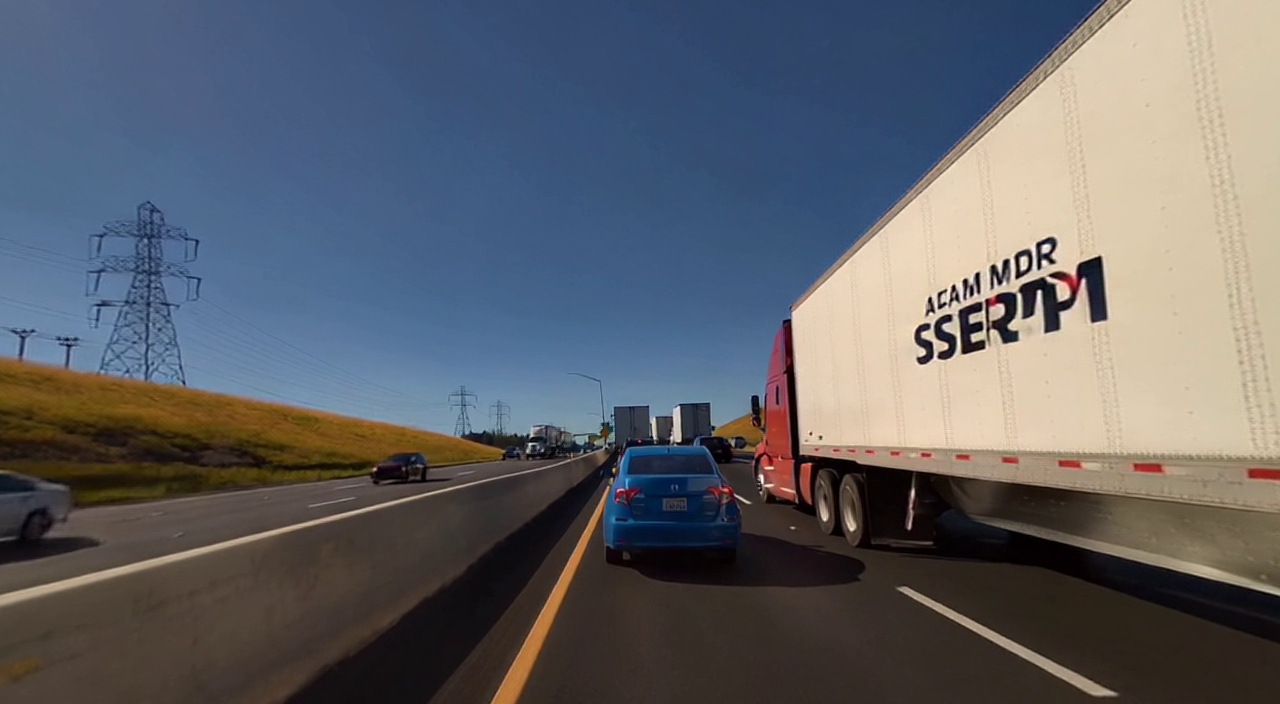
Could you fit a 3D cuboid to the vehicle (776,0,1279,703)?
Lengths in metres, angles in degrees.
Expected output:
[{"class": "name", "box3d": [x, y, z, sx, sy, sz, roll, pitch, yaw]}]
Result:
[{"class": "vehicle", "box3d": [4.114, -0.162, 3.595, 3.138, 4.065, 14.276, 0, -8, -1]}]

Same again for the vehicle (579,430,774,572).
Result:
[{"class": "vehicle", "box3d": [0.324, 1.821, 8.452, 2.045, 1.446, 3.597, 0, -8, -2]}]

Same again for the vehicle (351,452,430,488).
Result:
[{"class": "vehicle", "box3d": [-11.880, 5.615, 30.363, 1.914, 1.478, 4.597, -1, -8, 0]}]
